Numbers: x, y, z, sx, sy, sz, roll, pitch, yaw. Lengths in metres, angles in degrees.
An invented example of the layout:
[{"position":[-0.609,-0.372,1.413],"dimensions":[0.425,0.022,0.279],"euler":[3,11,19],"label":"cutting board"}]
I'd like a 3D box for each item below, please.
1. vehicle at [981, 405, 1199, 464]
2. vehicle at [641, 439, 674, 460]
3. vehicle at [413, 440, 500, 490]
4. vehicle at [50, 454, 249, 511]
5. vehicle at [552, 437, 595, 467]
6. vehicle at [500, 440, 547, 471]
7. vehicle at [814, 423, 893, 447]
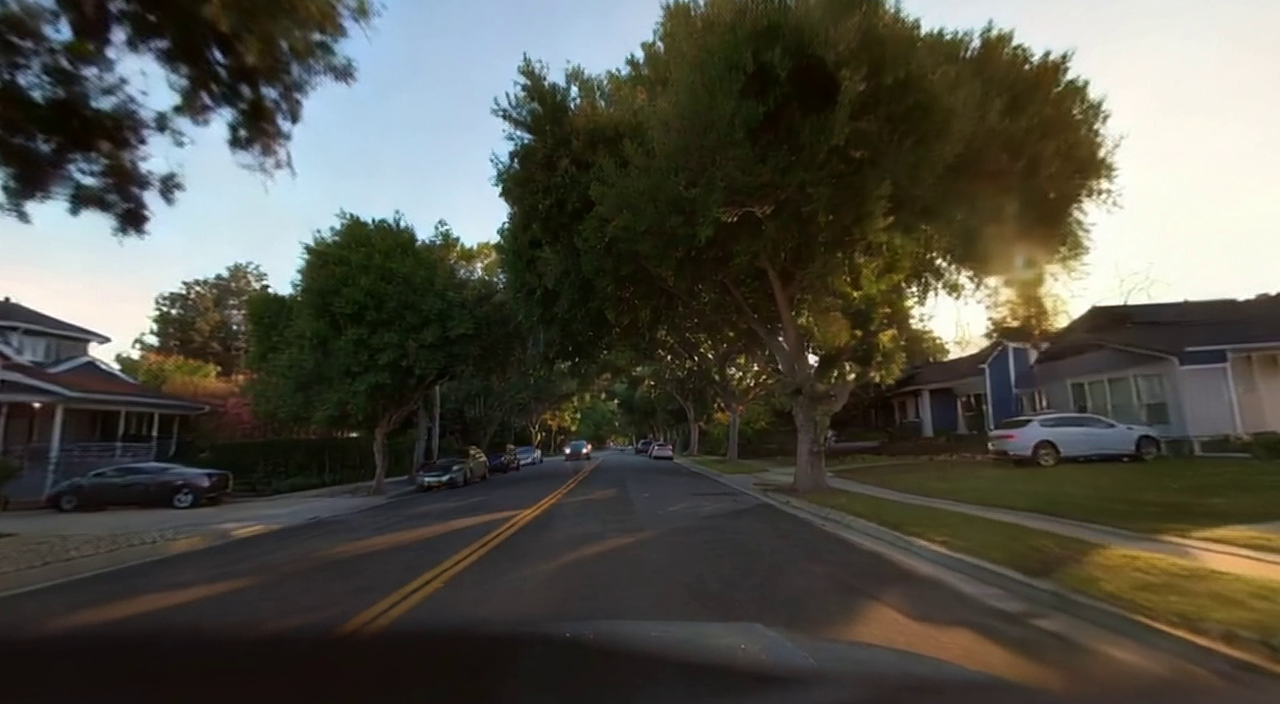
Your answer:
[{"position":[12.266,2.336,17.571],"dimensions":[4.389,1.480,2.038],"euler":[-2,-9,9],"label":"vehicle"},{"position":[1.275,7.237,46.814],"dimensions":[1.996,1.516,4.122],"euler":[1,-9,-5],"label":"vehicle"},{"position":[-6.688,4.151,23.537],"dimensions":[2.031,1.662,4.194],"euler":[0,-9,-1],"label":"vehicle"},{"position":[-14.003,3.690,18.138],"dimensions":[4.487,1.464,1.889],"euler":[-2,-9,11],"label":"vehicle"},{"position":[-3.961,6.076,38.380],"dimensions":[2.106,1.688,4.392],"euler":[0,-9,0],"label":"vehicle"},{"position":[-6.918,6.172,37.904],"dimensions":[2.033,1.721,4.328],"euler":[0,-9,-1],"label":"vehicle"},{"position":[12.979,5.114,38.678],"dimensions":[4.370,1.433,1.889],"euler":[-2,-9,12],"label":"vehicle"}]
